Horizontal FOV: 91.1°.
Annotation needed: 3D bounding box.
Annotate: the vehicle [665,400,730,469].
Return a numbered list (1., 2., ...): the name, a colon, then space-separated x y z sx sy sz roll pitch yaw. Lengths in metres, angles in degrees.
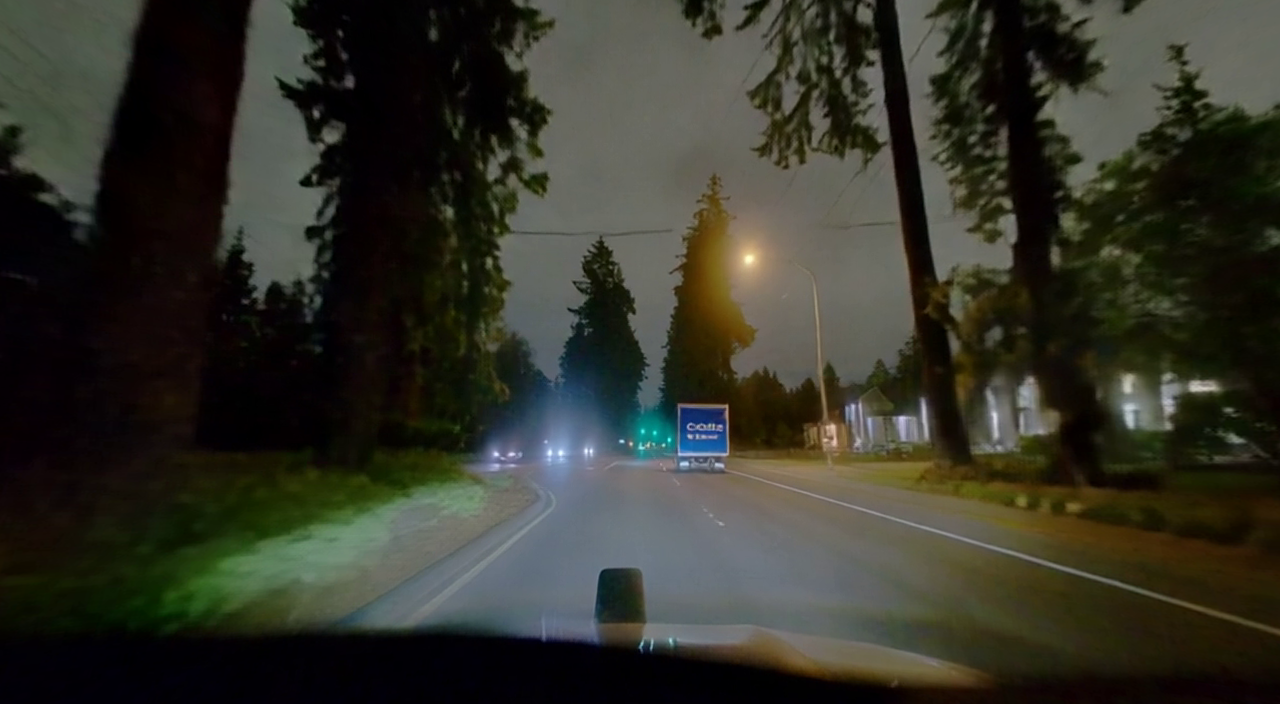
1. vehicle: 3.399 5.308 39.846 2.973 3.848 9.336 0 -8 -2
